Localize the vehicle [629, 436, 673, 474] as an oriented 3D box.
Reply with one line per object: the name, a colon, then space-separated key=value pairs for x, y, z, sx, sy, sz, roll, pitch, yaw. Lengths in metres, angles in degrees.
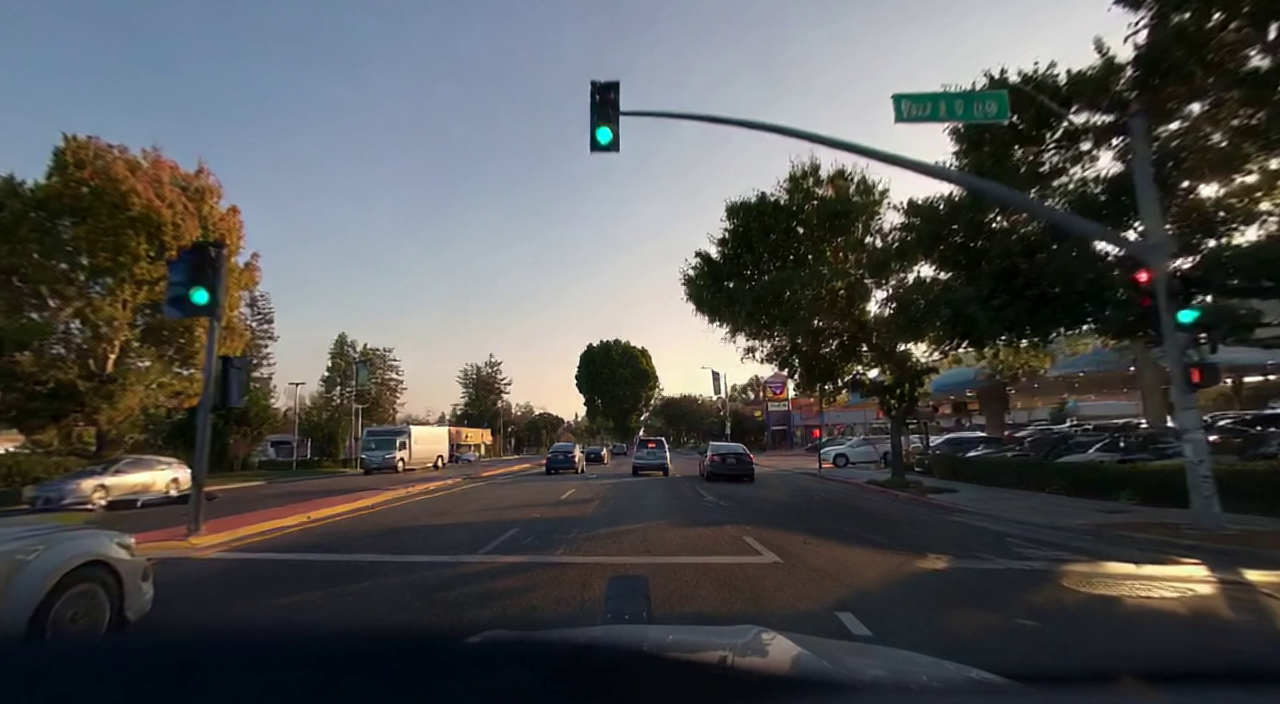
vehicle: x=0.526 y=5.364 z=32.938 sx=2.193 sy=1.873 sz=4.033 roll=0 pitch=-9 yaw=0

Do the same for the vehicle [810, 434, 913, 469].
vehicle: x=11.695 y=5.256 z=33.333 sx=4.808 sy=1.712 sz=2.061 roll=-5 pitch=-10 yaw=28

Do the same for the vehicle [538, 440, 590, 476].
vehicle: x=-3.741 y=5.298 z=31.622 sx=2.026 sy=1.665 sz=4.193 roll=0 pitch=-9 yaw=1

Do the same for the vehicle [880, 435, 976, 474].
vehicle: x=11.950 y=4.287 z=26.529 sx=1.959 sy=1.472 sz=4.473 roll=0 pitch=-9 yaw=1

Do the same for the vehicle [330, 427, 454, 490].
vehicle: x=-9.177 y=4.013 z=24.125 sx=2.328 sy=2.093 sz=5.956 roll=0 pitch=-9 yaw=0

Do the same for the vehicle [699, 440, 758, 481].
vehicle: x=3.699 y=4.580 z=26.824 sx=1.922 sy=1.579 sz=3.642 roll=0 pitch=-9 yaw=-1

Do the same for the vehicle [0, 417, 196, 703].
vehicle: x=-3.981 y=0.912 z=2.031 sx=1.908 sy=1.481 sz=4.351 roll=0 pitch=-9 yaw=0
